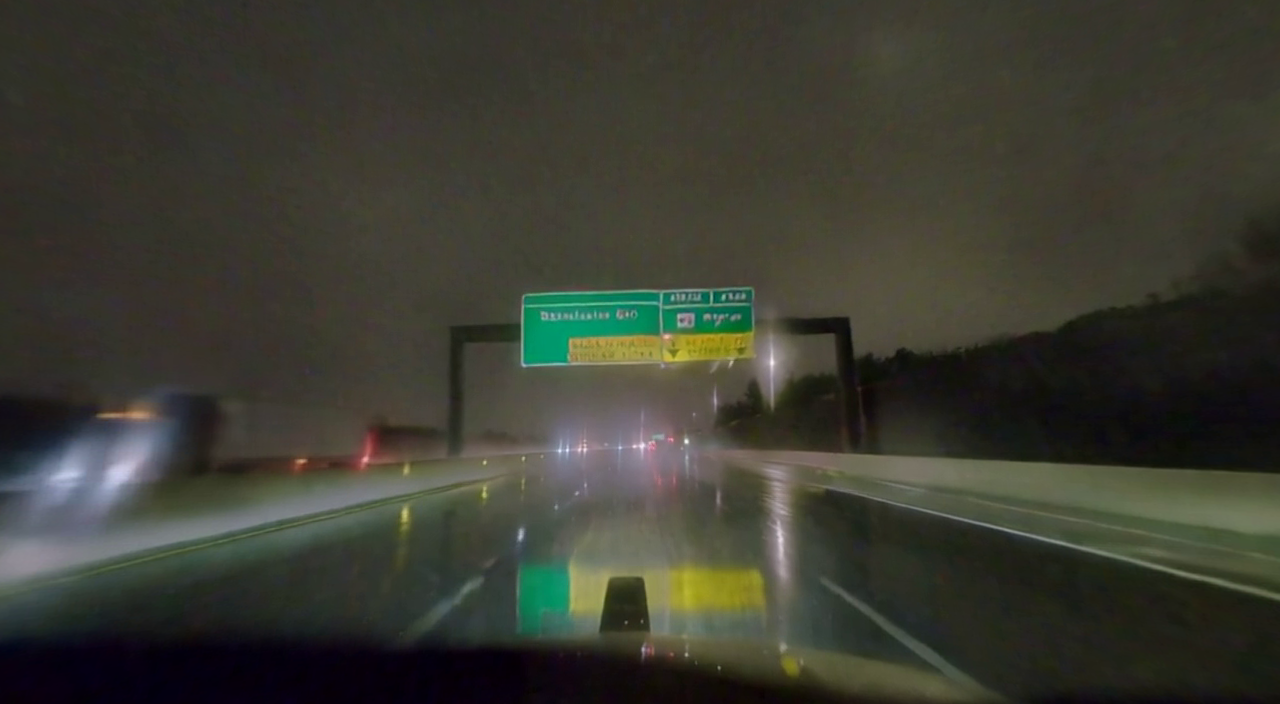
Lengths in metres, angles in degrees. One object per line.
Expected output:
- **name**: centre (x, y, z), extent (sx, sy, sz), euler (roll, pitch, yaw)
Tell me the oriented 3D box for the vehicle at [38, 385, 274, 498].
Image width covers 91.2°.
- **vehicle**: centre (-20.547, 3.977, 27.761), extent (3.117, 4.122, 8.923), euler (0, -9, 0)
